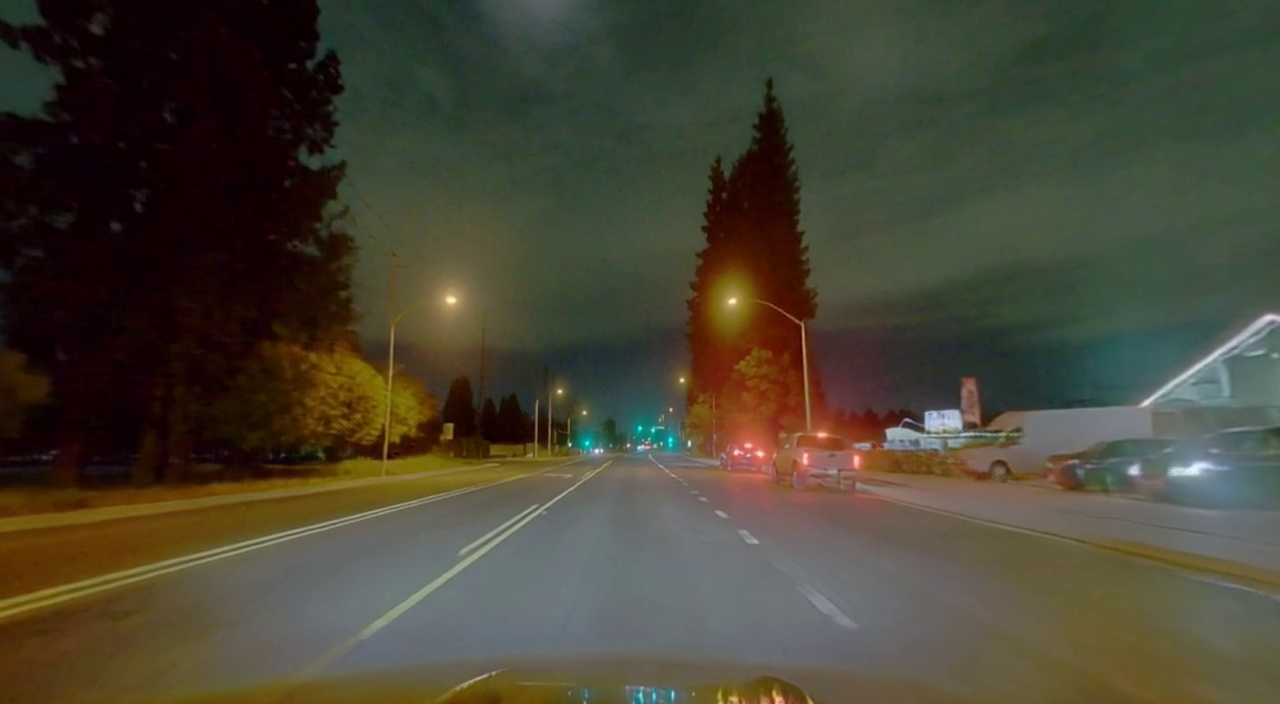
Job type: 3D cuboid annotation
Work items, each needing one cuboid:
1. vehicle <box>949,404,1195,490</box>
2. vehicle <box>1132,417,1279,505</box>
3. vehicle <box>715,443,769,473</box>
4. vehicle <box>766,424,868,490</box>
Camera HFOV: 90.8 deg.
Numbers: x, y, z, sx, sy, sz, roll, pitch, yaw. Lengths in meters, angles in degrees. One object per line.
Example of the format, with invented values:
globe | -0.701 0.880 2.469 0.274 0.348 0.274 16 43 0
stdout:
vehicle | 15.768 3.506 23.501 6.969 2.929 2.793 0 -8 0
vehicle | 14.374 2.435 14.296 4.637 1.842 2.016 -1 -9 2
vehicle | 5.994 6.307 37.704 2.282 1.566 4.705 -1 -9 -2
vehicle | 6.348 3.850 23.506 2.275 2.132 5.726 0 -9 2
